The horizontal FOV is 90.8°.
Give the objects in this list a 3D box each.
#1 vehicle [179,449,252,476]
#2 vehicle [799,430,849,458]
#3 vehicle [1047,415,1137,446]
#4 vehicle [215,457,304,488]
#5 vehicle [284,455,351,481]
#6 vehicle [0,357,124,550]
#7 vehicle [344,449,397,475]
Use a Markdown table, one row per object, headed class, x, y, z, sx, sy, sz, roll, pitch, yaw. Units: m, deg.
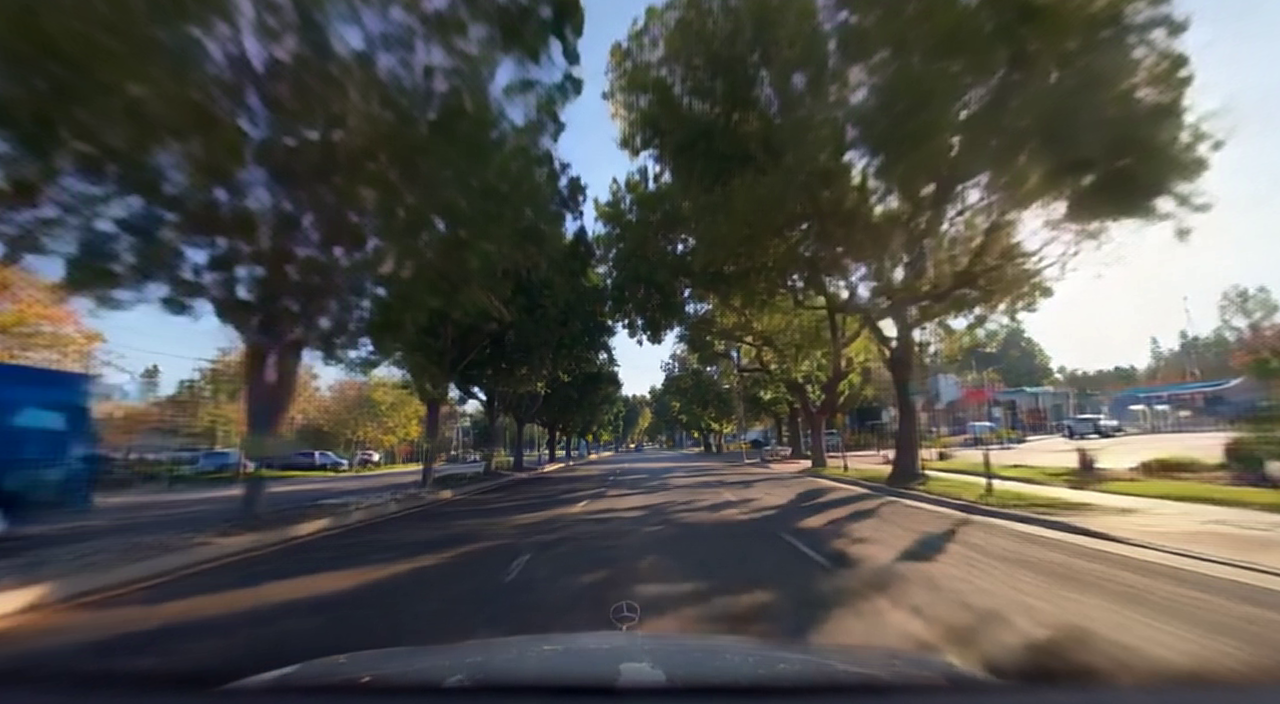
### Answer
| class | x | y | z | sx | sy | sz | roll | pitch | yaw |
| --- | --- | --- | --- | --- | --- | --- | --- | --- | --- |
| vehicle | -33.244 | 8.636 | 49.533 | 4.201 | 2.024 | 2.058 | -1 | -8 | 2 |
| vehicle | 13.187 | 6.627 | 45.640 | 2.108 | 1.877 | 4.807 | -1 | -8 | 0 |
| vehicle | 31.480 | 5.564 | 44.273 | 2.367 | 2.056 | 5.466 | -1 | -8 | 2 |
| vehicle | -21.252 | 6.715 | 35.556 | 1.924 | 1.479 | 4.706 | -1 | -8 | 2 |
| vehicle | -21.061 | 7.559 | 41.479 | 1.787 | 1.471 | 4.709 | -1 | -8 | 3 |
| vehicle | -11.989 | 1.524 | 9.352 | 2.931 | 3.122 | 6.555 | -1 | -8 | 2 |
| vehicle | -20.951 | 8.537 | 49.310 | 1.988 | 1.785 | 4.802 | -1 | -8 | 1 |
